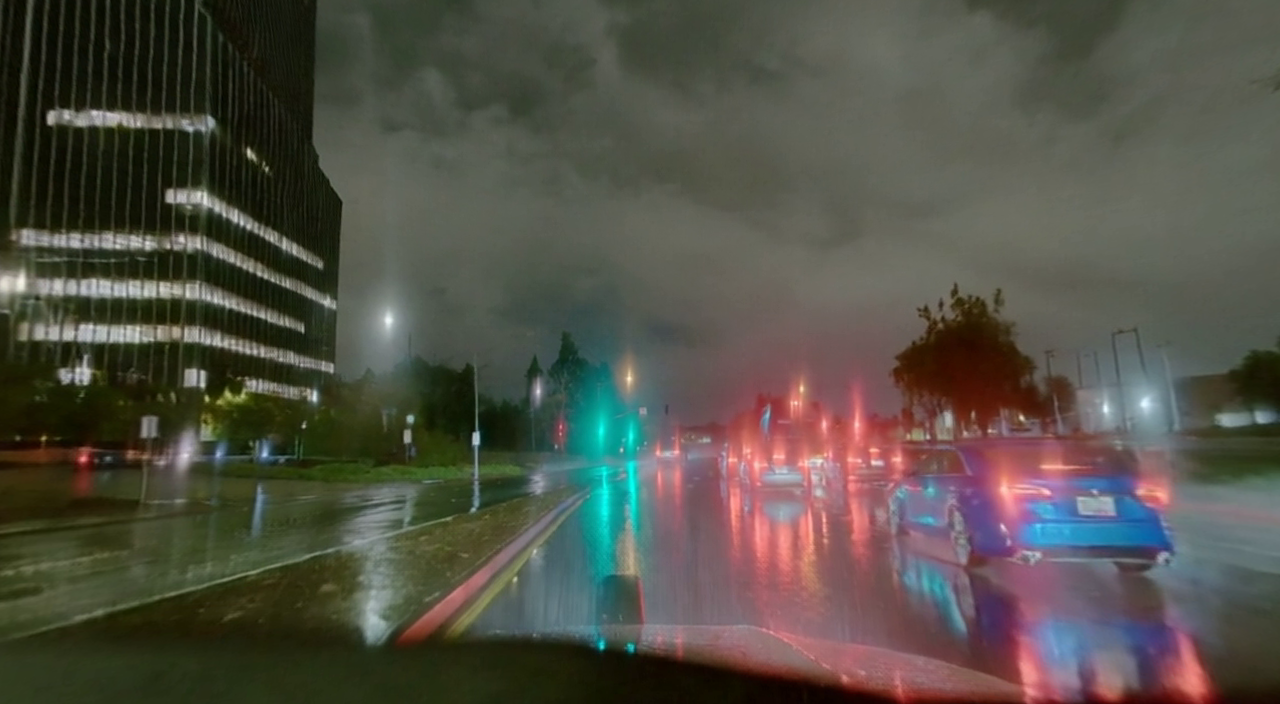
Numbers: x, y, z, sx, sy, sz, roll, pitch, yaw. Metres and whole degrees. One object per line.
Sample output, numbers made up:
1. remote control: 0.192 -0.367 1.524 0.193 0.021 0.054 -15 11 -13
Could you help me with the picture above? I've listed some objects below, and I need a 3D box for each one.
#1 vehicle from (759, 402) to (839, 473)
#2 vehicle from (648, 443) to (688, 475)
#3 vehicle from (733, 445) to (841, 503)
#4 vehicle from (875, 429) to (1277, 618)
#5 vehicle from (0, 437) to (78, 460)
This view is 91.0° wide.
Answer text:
1. vehicle: 9.448 5.441 39.264 3.128 3.616 13.736 -1 -9 7
2. vehicle: 1.687 6.158 36.454 2.121 1.728 4.161 -1 -9 5
3. vehicle: 4.273 3.607 19.054 2.183 1.553 3.923 0 -9 -2
4. vehicle: 4.749 1.876 8.084 2.089 1.609 4.922 -1 -9 7
5. vehicle: -45.090 7.165 46.789 4.600 1.700 1.957 1 -9 -4
